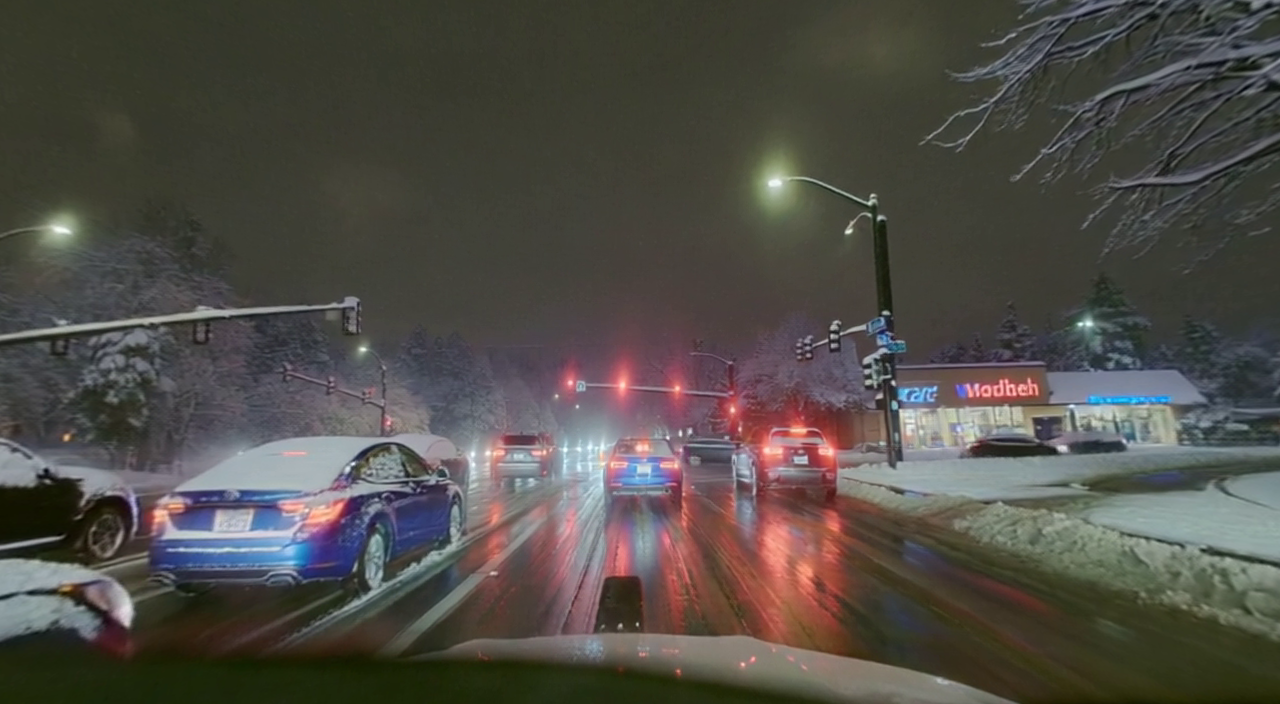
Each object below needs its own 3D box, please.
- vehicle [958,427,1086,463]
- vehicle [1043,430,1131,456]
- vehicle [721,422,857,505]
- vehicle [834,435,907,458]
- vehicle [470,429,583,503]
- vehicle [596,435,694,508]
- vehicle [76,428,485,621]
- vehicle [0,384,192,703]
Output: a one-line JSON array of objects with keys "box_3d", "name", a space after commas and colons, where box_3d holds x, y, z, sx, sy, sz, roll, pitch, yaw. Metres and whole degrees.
[{"box_3d": [21.081, 5.187, 34.996, 5.504, 1.821, 2.173, -2, -9, 9], "name": "vehicle"}, {"box_3d": [30.591, 6.239, 43.169, 4.432, 1.680, 1.932, 0, -9, 2], "name": "vehicle"}, {"box_3d": [3.341, 2.633, 15.177, 2.076, 1.691, 4.402, 0, -9, -2], "name": "vehicle"}, {"box_3d": [17.005, 7.023, 46.668, 4.626, 1.653, 1.982, 0, -9, 1], "name": "vehicle"}, {"box_3d": [-2.824, 2.967, 16.660, 2.072, 1.694, 4.070, -1, -9, 2], "name": "vehicle"}, {"box_3d": [0.141, 2.806, 15.139, 2.032, 1.499, 3.994, 0, -9, 1], "name": "vehicle"}, {"box_3d": [-3.336, 1.679, 7.123, 2.014, 1.472, 4.357, 0, -9, 1], "name": "vehicle"}, {"box_3d": [-3.080, 0.598, 0.163, 2.249, 1.517, 4.951, 0, -9, 1], "name": "vehicle"}]
